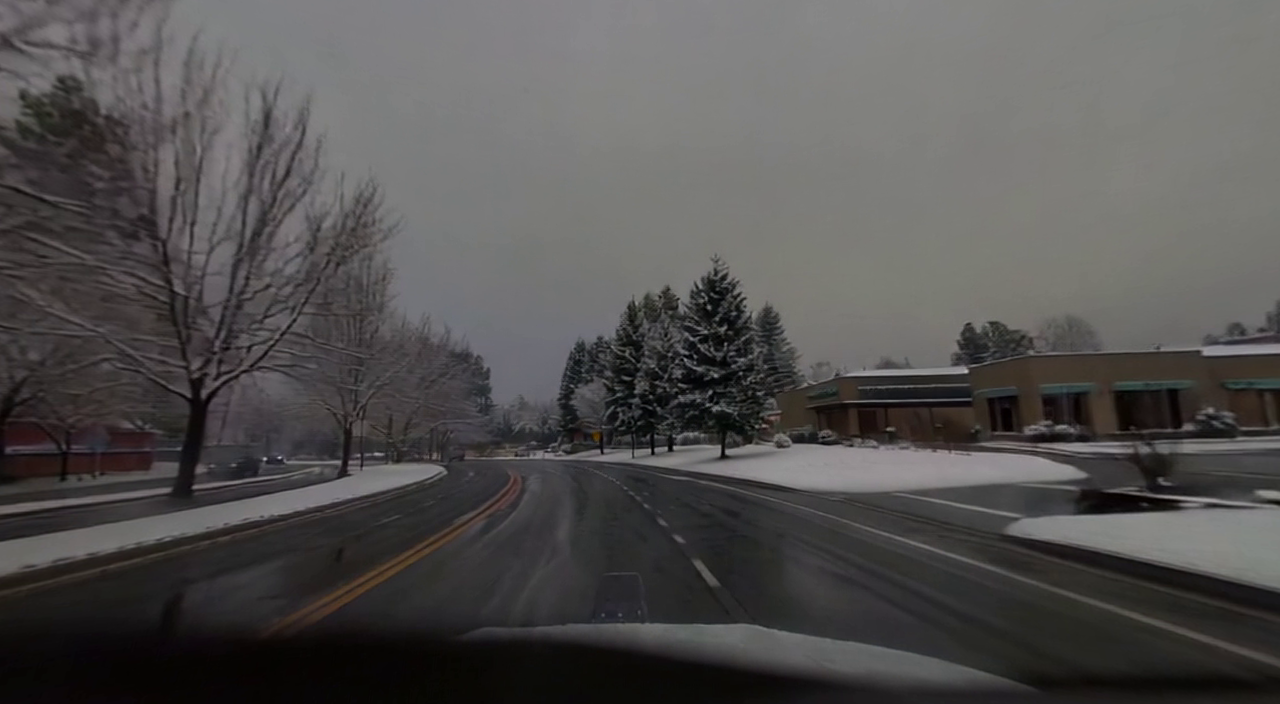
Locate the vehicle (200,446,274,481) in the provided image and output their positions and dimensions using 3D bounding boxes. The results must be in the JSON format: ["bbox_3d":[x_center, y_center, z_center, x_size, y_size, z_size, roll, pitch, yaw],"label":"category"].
[{"bbox_3d":[-25.609,7.071,40.431,2.284,2.059,5.740,2,-9,-16],"label":"vehicle"}]

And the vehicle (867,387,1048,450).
[{"bbox_3d":[15.485,3.488,31.541,2.757,2.765,7.526,6,-10,-33],"label":"vehicle"}]
